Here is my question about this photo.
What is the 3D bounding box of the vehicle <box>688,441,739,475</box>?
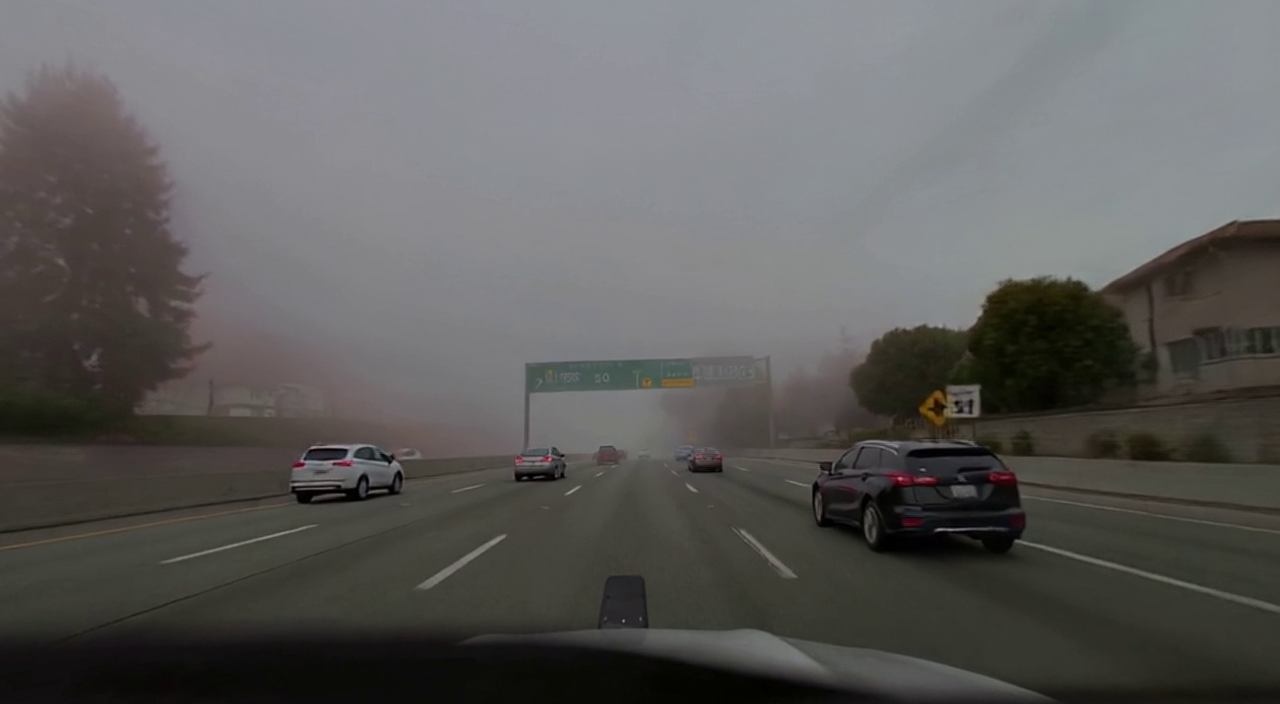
[{"bbox_3d":[3.346,4.896,29.309,1.854,1.438,3.954,0,-8,0],"label":"vehicle"}]

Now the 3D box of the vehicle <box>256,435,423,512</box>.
[{"bbox_3d":[-7.329,2.977,15.984,2.057,1.681,4.277,0,-8,1],"label":"vehicle"}]

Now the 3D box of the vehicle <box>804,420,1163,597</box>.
[{"bbox_3d":[3.539,1.672,7.657,1.912,1.509,4.291,0,-8,0],"label":"vehicle"}]

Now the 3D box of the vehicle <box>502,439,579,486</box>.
[{"bbox_3d":[-3.630,4.119,23.882,2.136,1.571,4.285,0,-8,1],"label":"vehicle"}]

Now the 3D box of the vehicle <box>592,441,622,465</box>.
[{"bbox_3d":[-2.572,7.989,49.980,2.183,1.764,4.134,0,-8,-1],"label":"vehicle"}]
